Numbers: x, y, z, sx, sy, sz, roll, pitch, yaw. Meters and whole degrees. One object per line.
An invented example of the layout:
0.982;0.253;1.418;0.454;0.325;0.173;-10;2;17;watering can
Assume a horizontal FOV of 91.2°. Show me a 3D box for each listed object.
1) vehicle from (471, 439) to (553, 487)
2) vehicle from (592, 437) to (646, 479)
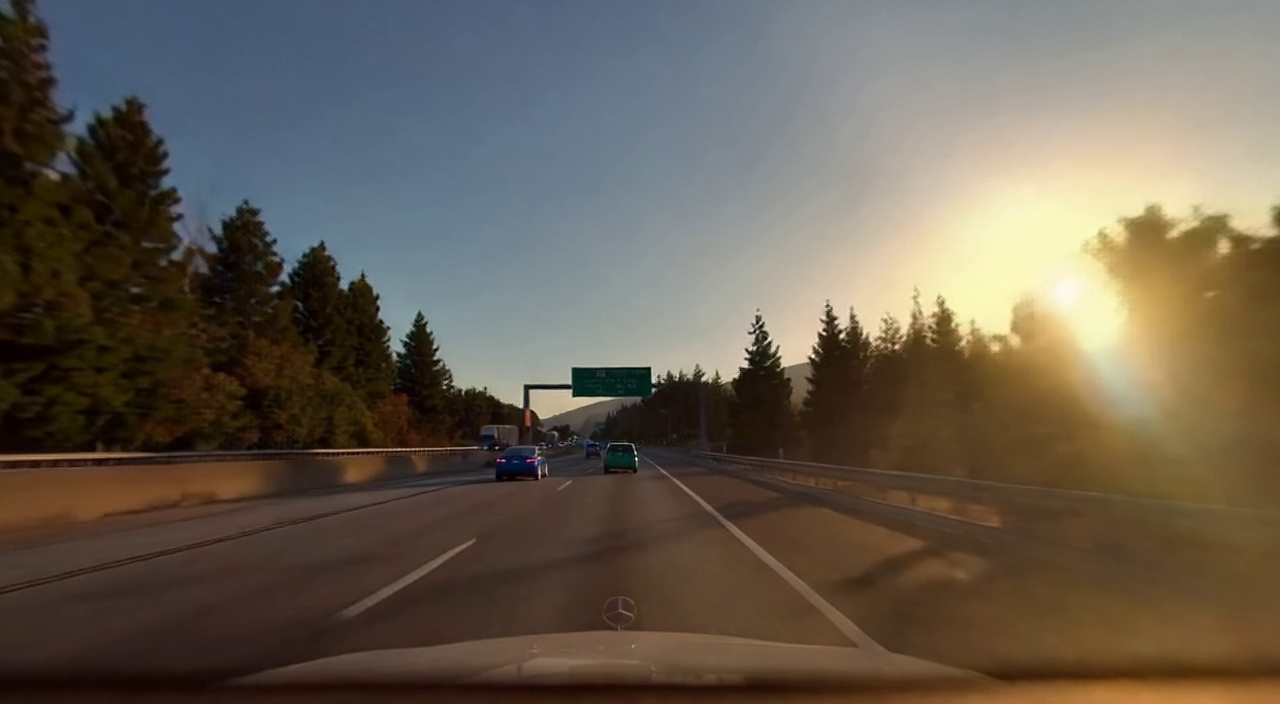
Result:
-4.722;4.174;23.841;2.103;1.588;4.709;-1;-9;0;vehicle
-0.902;4.670;27.789;2.220;1.711;4.056;0;-9;-1;vehicle
